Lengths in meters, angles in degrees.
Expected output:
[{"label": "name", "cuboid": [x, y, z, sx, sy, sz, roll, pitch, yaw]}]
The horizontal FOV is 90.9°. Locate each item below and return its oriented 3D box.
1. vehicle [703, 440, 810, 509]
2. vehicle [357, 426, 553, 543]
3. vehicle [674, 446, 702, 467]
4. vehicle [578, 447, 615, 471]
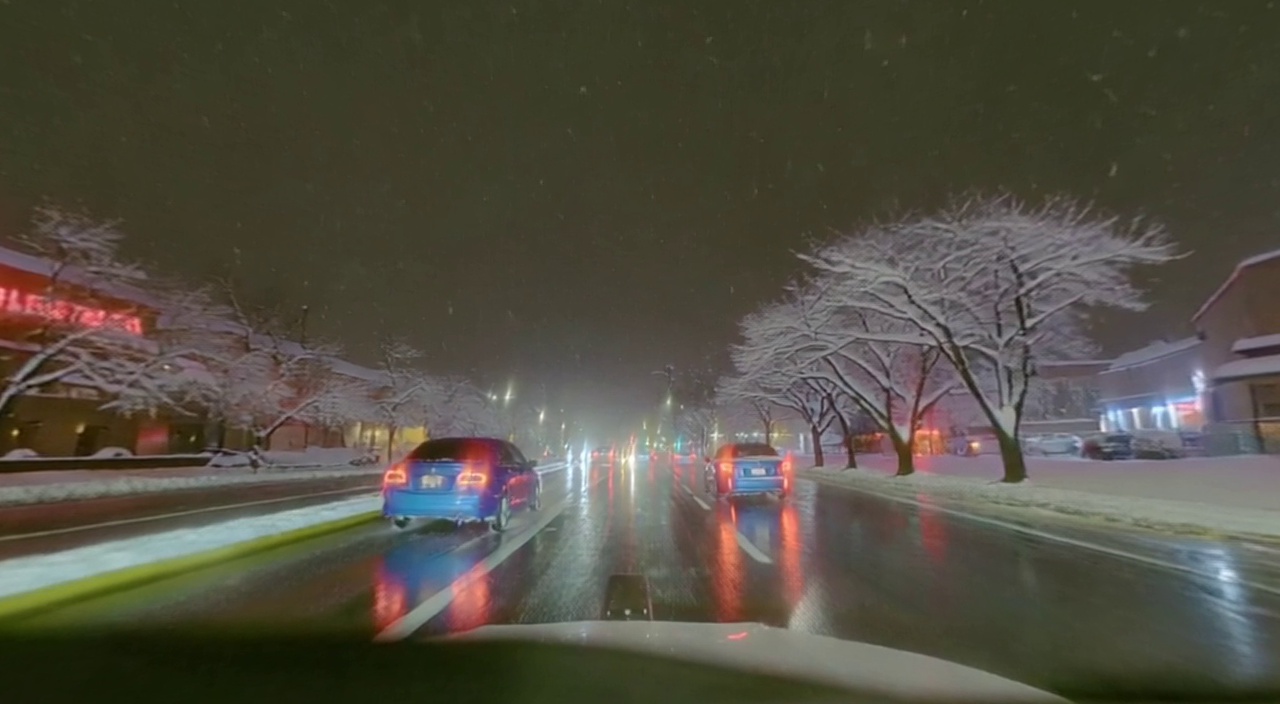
[{"label": "vehicle", "cuboid": [2.841, 3.070, 16.314, 1.946, 1.513, 4.133, -1, -9, 0]}, {"label": "vehicle", "cuboid": [-3.010, 2.292, 11.620, 2.032, 1.639, 5.037, -1, -9, 1]}, {"label": "vehicle", "cuboid": [3.749, 8.204, 49.605, 1.931, 1.552, 4.125, -1, -9, 1]}, {"label": "vehicle", "cuboid": [-2.822, 7.025, 41.614, 2.040, 1.471, 4.211, -1, -9, 2]}]
